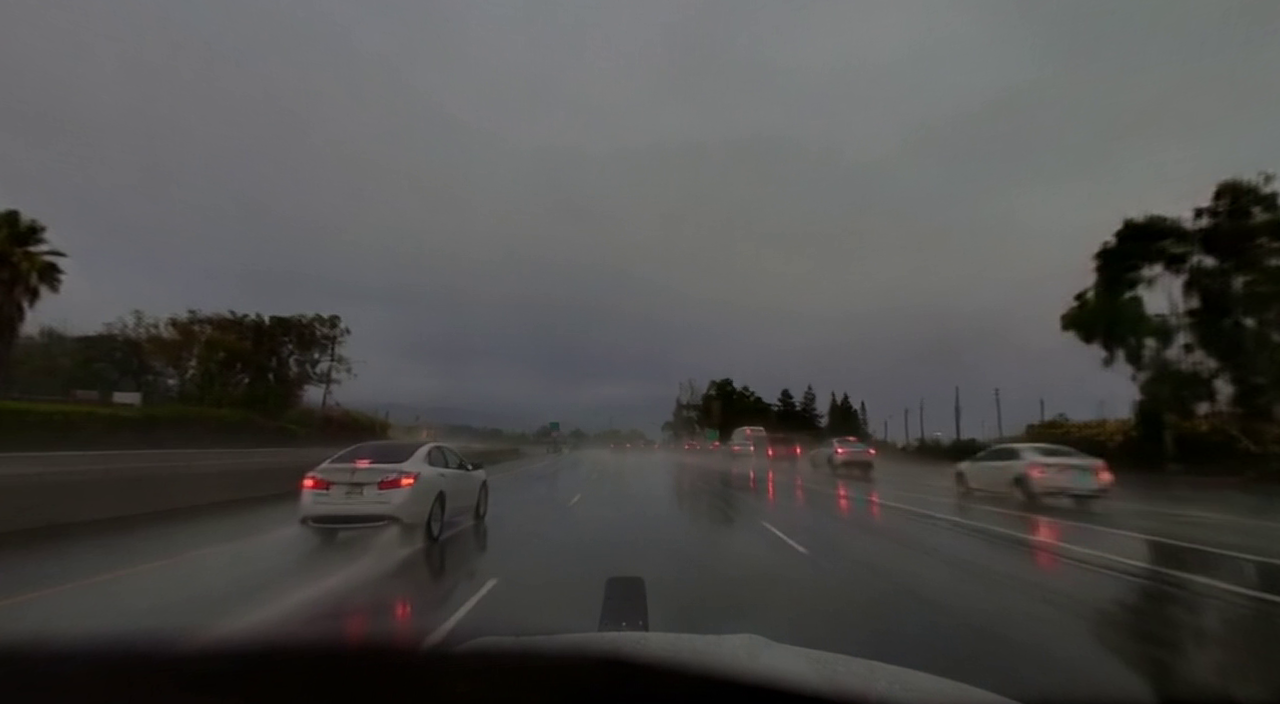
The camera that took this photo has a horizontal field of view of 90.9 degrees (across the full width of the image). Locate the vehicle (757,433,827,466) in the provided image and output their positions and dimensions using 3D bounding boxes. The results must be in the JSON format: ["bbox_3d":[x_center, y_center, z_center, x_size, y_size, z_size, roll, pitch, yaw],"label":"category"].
[{"bbox_3d":[8.213,5.363,34.744,2.345,1.637,5.558,0,-8,-2],"label":"vehicle"}]

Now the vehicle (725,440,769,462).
[{"bbox_3d":[7.913,7.382,47.199,2.052,1.468,5.333,0,-8,-3],"label":"vehicle"}]

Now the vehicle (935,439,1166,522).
[{"bbox_3d":[8.531,2.661,13.726,1.984,1.477,4.385,0,-8,-1],"label":"vehicle"}]

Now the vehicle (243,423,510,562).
[{"bbox_3d":[-3.405,1.889,9.251,2.109,1.536,4.174,0,-8,0],"label":"vehicle"}]

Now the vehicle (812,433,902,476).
[{"bbox_3d":[8.774,4.164,25.932,1.957,1.584,4.272,0,-8,-3],"label":"vehicle"}]
